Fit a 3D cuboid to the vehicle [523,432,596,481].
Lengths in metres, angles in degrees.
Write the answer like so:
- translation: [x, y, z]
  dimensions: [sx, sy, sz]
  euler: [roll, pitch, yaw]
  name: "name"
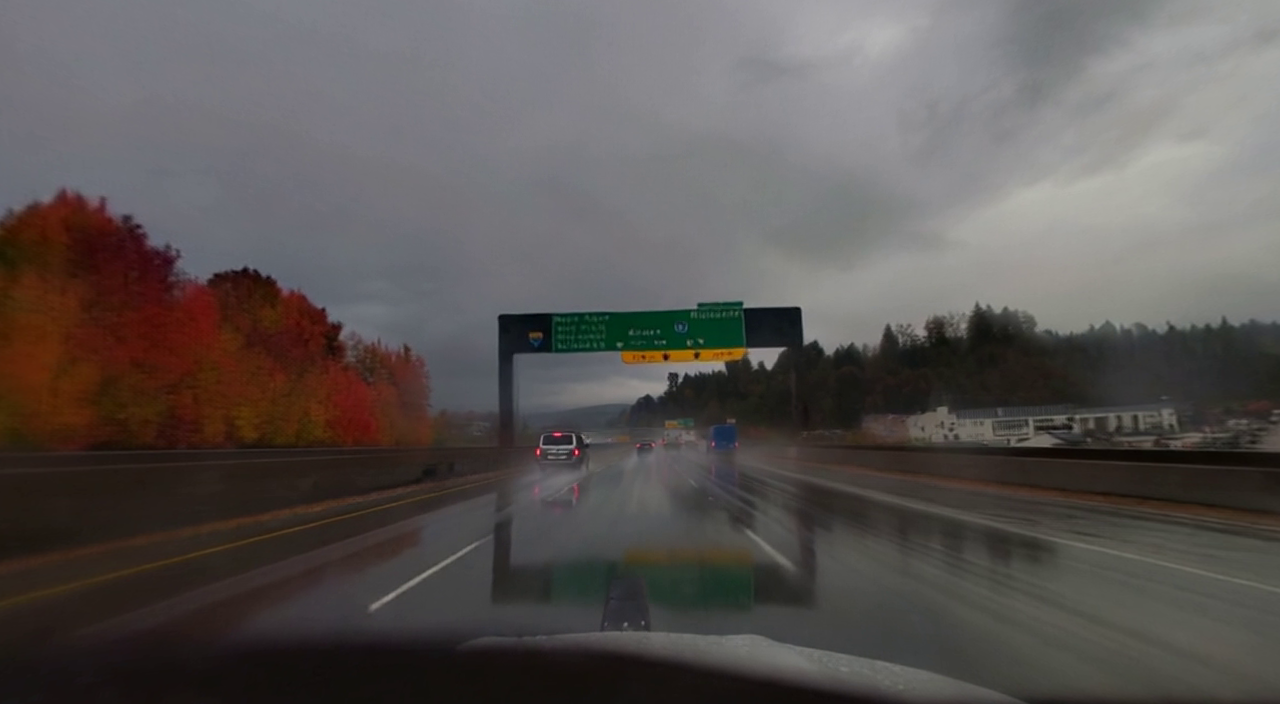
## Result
- translation: [-3.009, 4.017, 24.422]
  dimensions: [2.177, 1.707, 4.432]
  euler: [0, -8, 1]
  name: "vehicle"
